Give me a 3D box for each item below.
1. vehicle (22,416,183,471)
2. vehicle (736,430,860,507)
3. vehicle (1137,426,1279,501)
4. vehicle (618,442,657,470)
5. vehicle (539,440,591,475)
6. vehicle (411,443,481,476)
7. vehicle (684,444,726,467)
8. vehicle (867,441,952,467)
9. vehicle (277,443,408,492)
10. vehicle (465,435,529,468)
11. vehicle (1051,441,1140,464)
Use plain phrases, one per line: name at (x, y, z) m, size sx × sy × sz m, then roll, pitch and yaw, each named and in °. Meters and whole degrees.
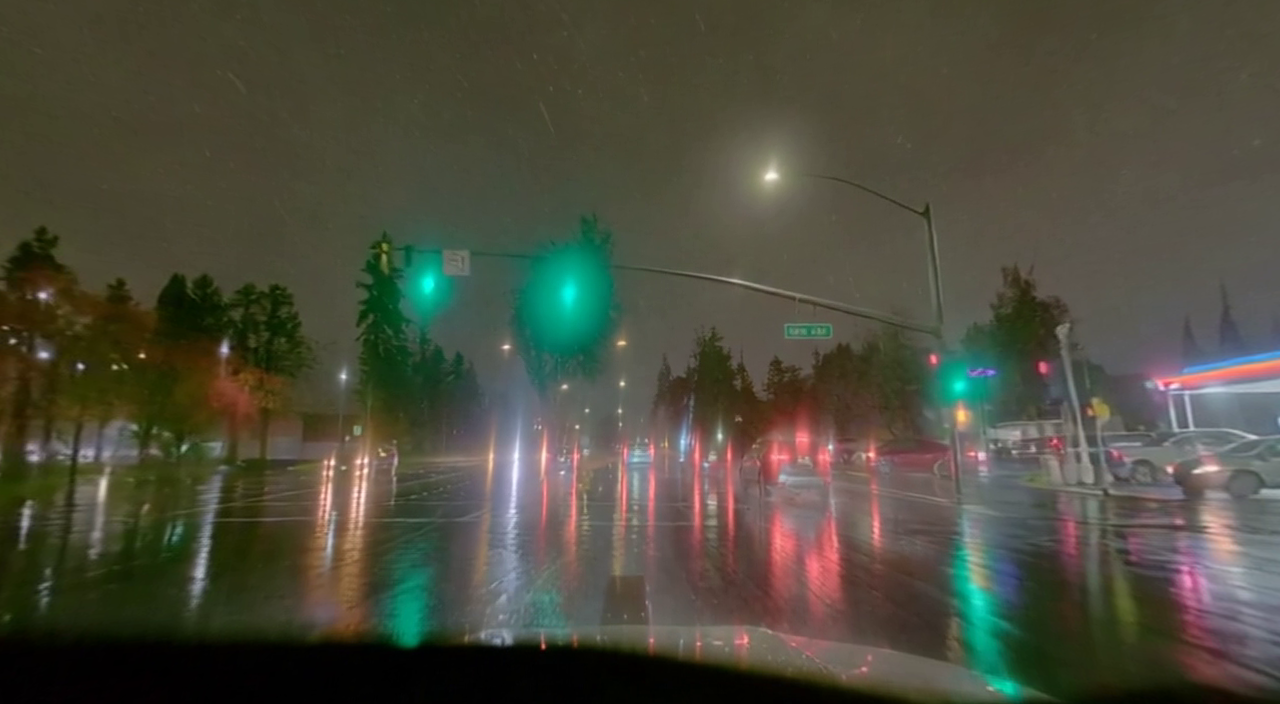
vehicle at (-33.780, 5.808, 39.863) m, size 7.339 × 3.284 × 2.857 m, roll 0°, pitch -9°, yaw 0°
vehicle at (3.827, 2.902, 16.148) m, size 2.022 × 1.683 × 4.171 m, roll 0°, pitch -9°, yaw -1°
vehicle at (17.736, 3.009, 17.554) m, size 5.585 × 1.866 × 2.607 m, roll -1°, pitch -9°, yaw -2°
vehicle at (-0.121, 5.838, 35.560) m, size 2.104 × 1.477 × 4.591 m, roll 0°, pitch -9°, yaw 0°
vehicle at (-3.675, 5.230, 31.525) m, size 2.023 × 1.607 × 4.086 m, roll 0°, pitch -9°, yaw 1°
vehicle at (-9.129, 5.067, 29.949) m, size 2.001 × 1.461 × 3.859 m, roll -1°, pitch -9°, yaw 2°
vehicle at (4.294, 6.958, 42.536) m, size 2.174 × 1.462 × 4.400 m, roll 0°, pitch -9°, yaw -3°
vehicle at (17.030, 6.461, 40.013) m, size 4.506 × 1.604 × 1.830 m, roll 0°, pitch -9°, yaw -1°
vehicle at (-9.664, 3.766, 21.020) m, size 2.023 × 1.433 × 4.699 m, roll 0°, pitch -9°, yaw 1°
vehicle at (-9.113, 6.429, 40.835) m, size 2.455 × 1.904 × 6.030 m, roll -1°, pitch -9°, yaw 2°
vehicle at (30.635, 6.768, 42.464) m, size 4.587 × 1.422 × 1.853 m, roll 0°, pitch -9°, yaw -1°
